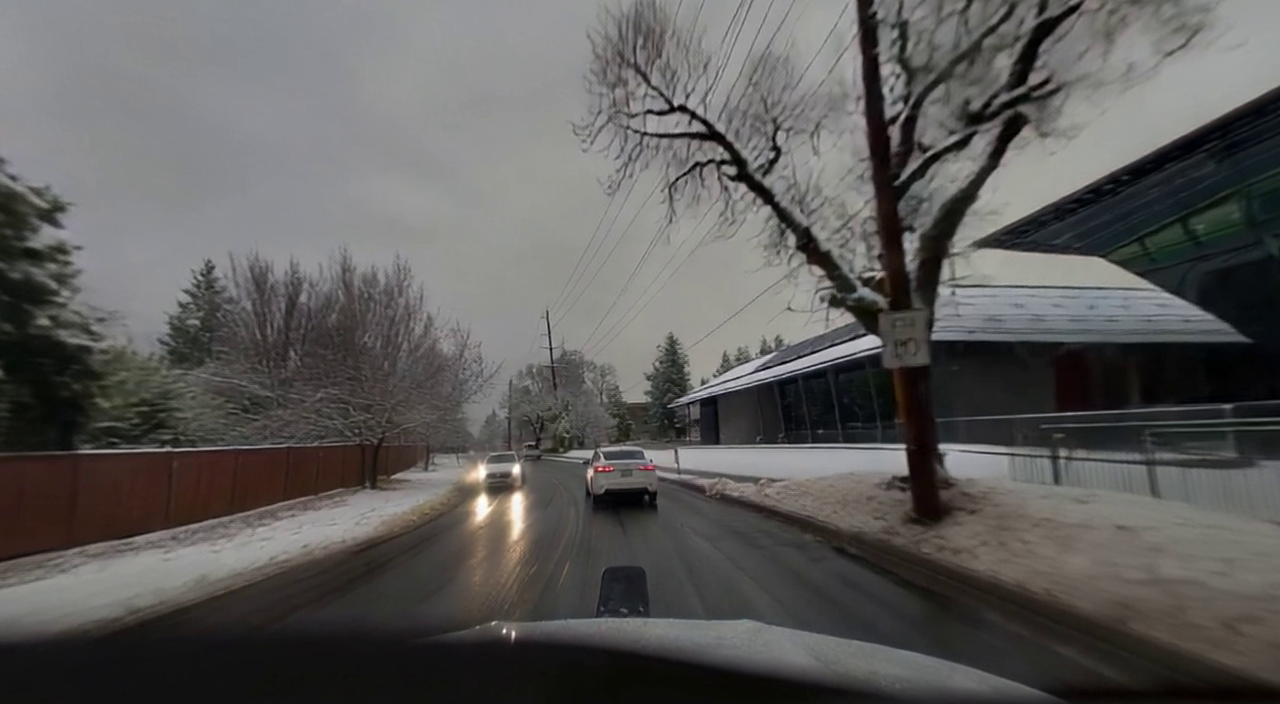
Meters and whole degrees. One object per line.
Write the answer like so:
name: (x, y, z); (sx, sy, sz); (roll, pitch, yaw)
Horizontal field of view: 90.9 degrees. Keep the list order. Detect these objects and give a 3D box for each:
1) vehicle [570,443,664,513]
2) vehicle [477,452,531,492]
vehicle: (-0.673, 3.034, 15.760); (2.060, 1.487, 3.920); (1, -8, -5)
vehicle: (-5.530, 4.860, 25.960); (1.957, 1.442, 4.180); (1, -8, -10)
